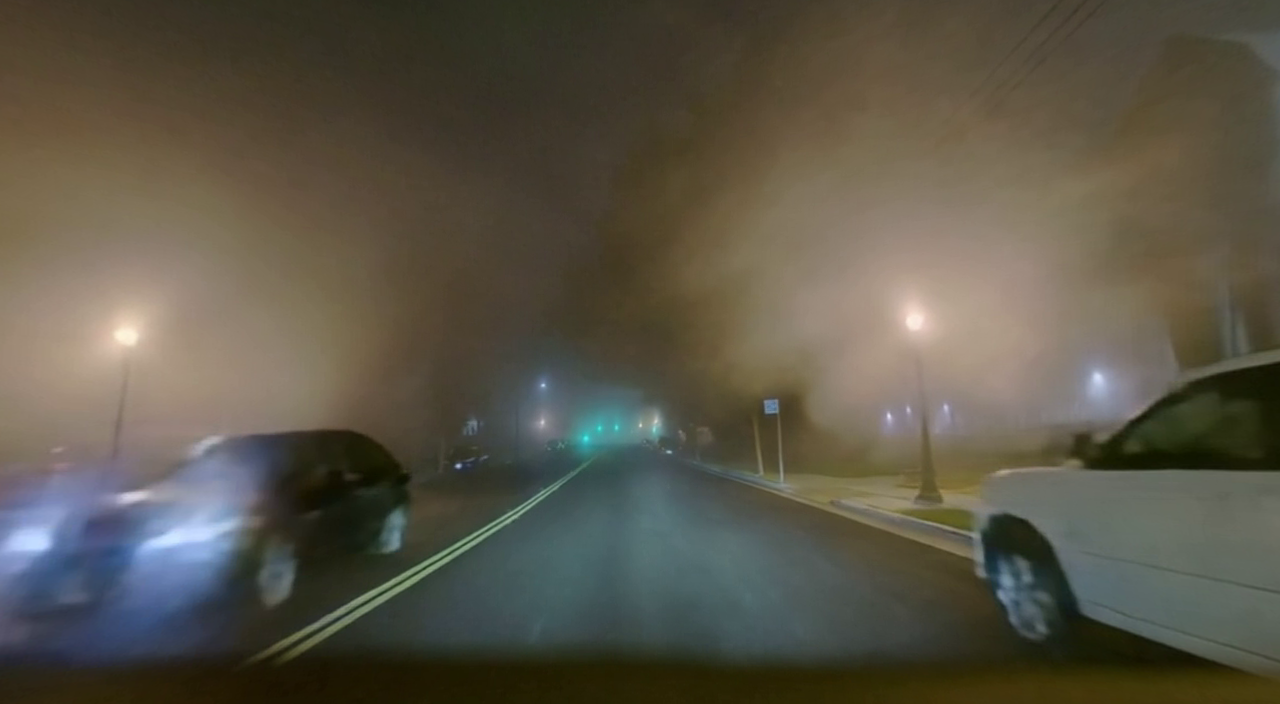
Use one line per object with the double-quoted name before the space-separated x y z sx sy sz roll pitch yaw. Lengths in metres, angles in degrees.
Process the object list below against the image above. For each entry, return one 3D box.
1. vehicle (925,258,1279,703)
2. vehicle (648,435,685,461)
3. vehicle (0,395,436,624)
"vehicle" 3.593 0.677 2.505 2.393 2.012 5.060 0 -8 -2
"vehicle" 1.964 7.310 48.219 2.248 1.821 5.021 0 -8 -4
"vehicle" -4.091 1.560 7.240 2.088 1.772 4.375 0 -8 -1
